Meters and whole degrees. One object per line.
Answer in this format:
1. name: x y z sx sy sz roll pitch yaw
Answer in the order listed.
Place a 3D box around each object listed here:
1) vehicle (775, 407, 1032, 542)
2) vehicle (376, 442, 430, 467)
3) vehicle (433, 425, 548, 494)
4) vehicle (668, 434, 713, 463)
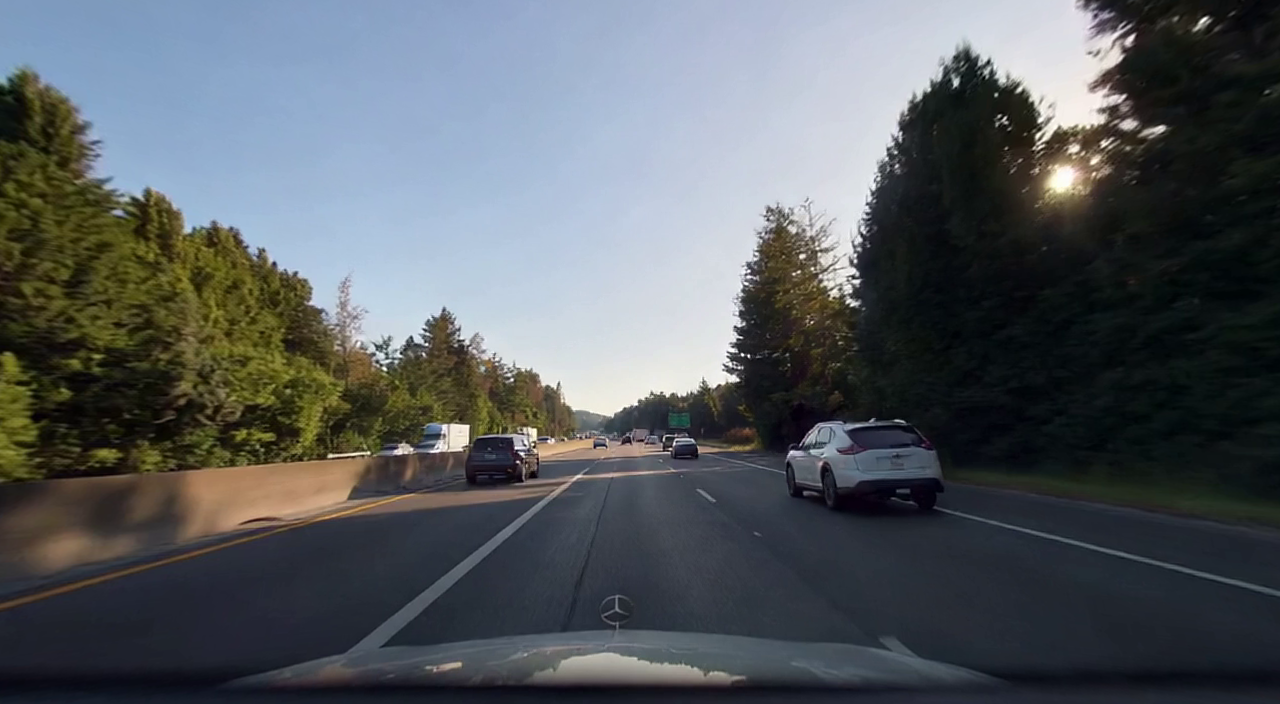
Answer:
1. vehicle: 3.753 1.822 10.157 1.949 1.639 4.748 0 -8 -2
2. vehicle: -15.790 6.840 42.276 1.928 1.502 4.794 0 -8 -2
3. vehicle: -3.889 2.860 17.345 2.011 1.614 4.808 0 -8 0
4. vehicle: 2.659 5.172 34.067 1.990 1.480 3.865 0 -8 -2
